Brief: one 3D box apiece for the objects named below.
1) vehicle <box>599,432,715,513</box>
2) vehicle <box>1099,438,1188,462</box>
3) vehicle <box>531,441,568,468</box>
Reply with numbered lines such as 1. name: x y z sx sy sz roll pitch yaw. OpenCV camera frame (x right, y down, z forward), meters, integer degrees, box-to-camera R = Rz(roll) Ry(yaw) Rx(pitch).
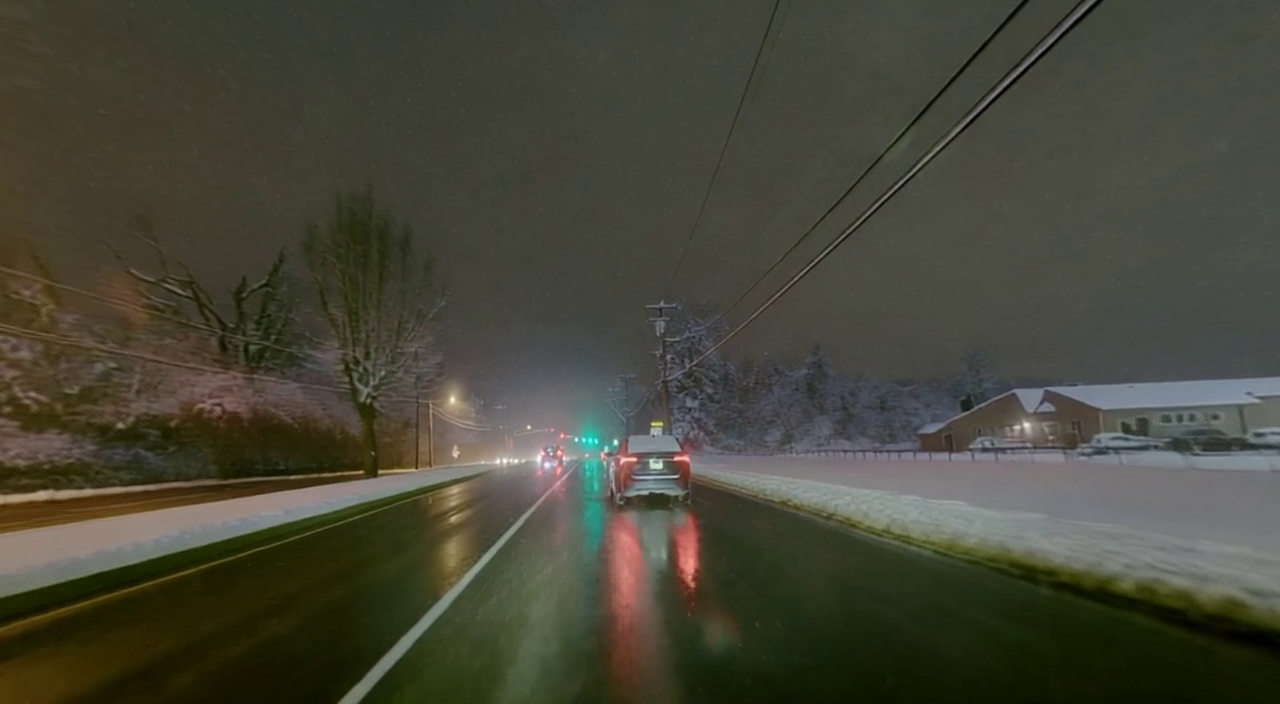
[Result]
1. vehicle: 0.194 2.809 15.220 2.235 1.597 4.918 1 -9 -5
2. vehicle: 33.756 6.580 42.402 1.867 1.471 4.788 0 -9 -3
3. vehicle: -6.274 7.150 44.057 2.189 1.776 4.342 1 -9 -4
